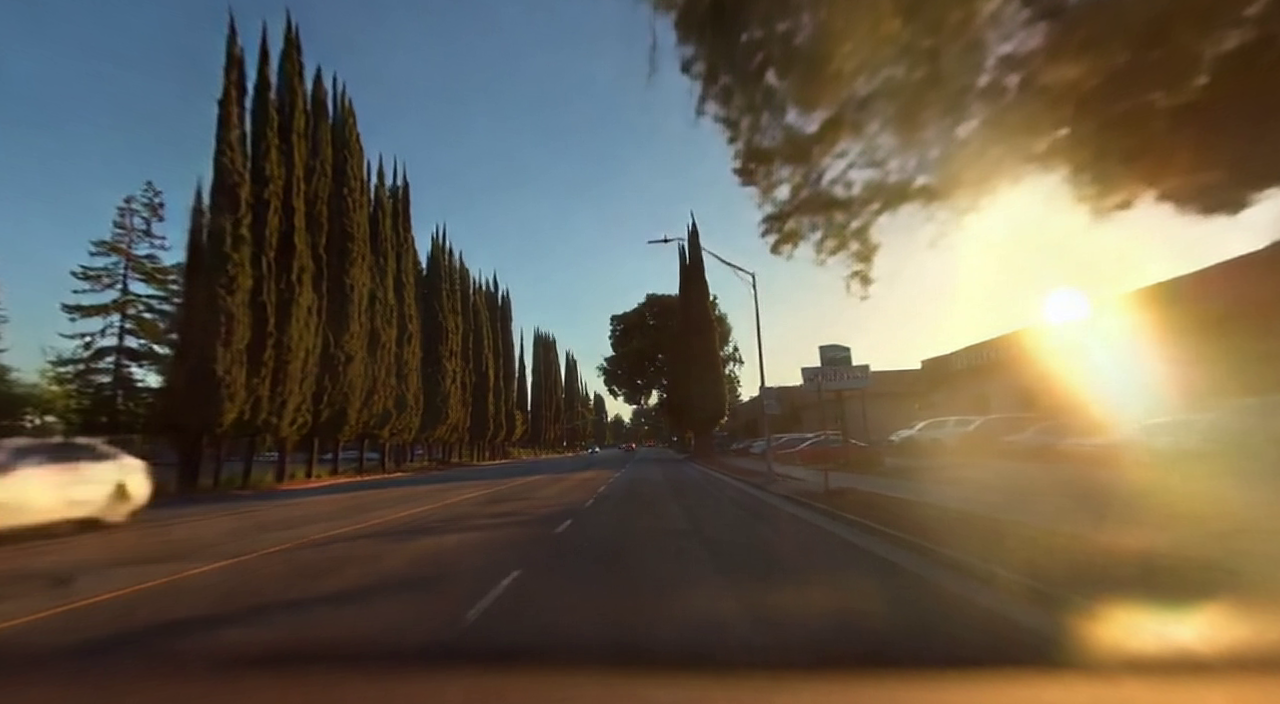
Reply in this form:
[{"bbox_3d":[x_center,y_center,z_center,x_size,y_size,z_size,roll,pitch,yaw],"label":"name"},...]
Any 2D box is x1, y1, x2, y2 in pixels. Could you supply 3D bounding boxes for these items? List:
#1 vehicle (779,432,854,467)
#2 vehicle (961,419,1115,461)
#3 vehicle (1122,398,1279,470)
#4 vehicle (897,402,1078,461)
[{"bbox_3d":[8.159,4.580,29.658,2.056,1.449,4.679,-1,-9,-1],"label":"vehicle"},{"bbox_3d":[14.927,3.379,23.901,4.631,1.384,1.906,-7,-11,31],"label":"vehicle"},{"bbox_3d":[14.640,1.974,15.317,4.387,1.532,1.930,-9,-11,34],"label":"vehicle"},{"bbox_3d":[14.770,3.505,27.081,6.247,2.094,2.436,-10,-13,39],"label":"vehicle"}]
